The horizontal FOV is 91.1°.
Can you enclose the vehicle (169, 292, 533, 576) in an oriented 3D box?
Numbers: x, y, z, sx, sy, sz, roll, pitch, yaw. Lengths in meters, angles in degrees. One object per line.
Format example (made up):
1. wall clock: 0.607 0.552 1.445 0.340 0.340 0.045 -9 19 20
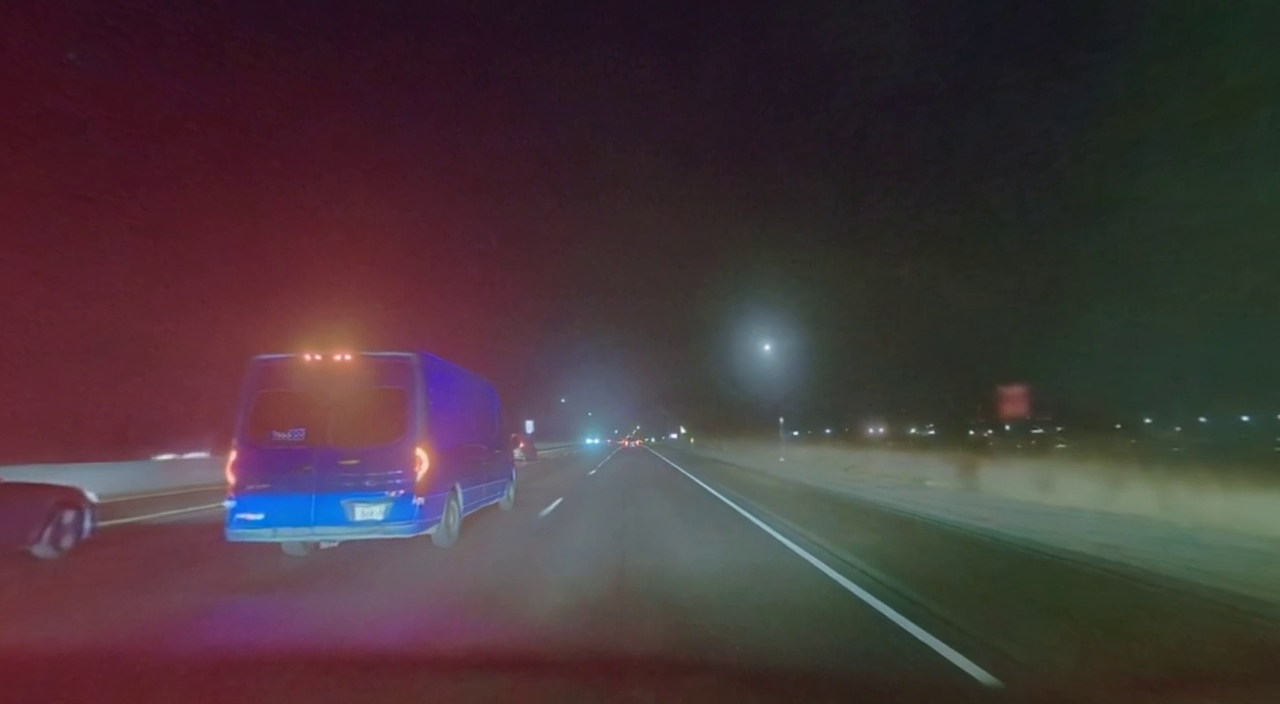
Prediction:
1. vehicle: -3.432 1.258 9.880 2.428 2.782 7.330 0 -8 -2
